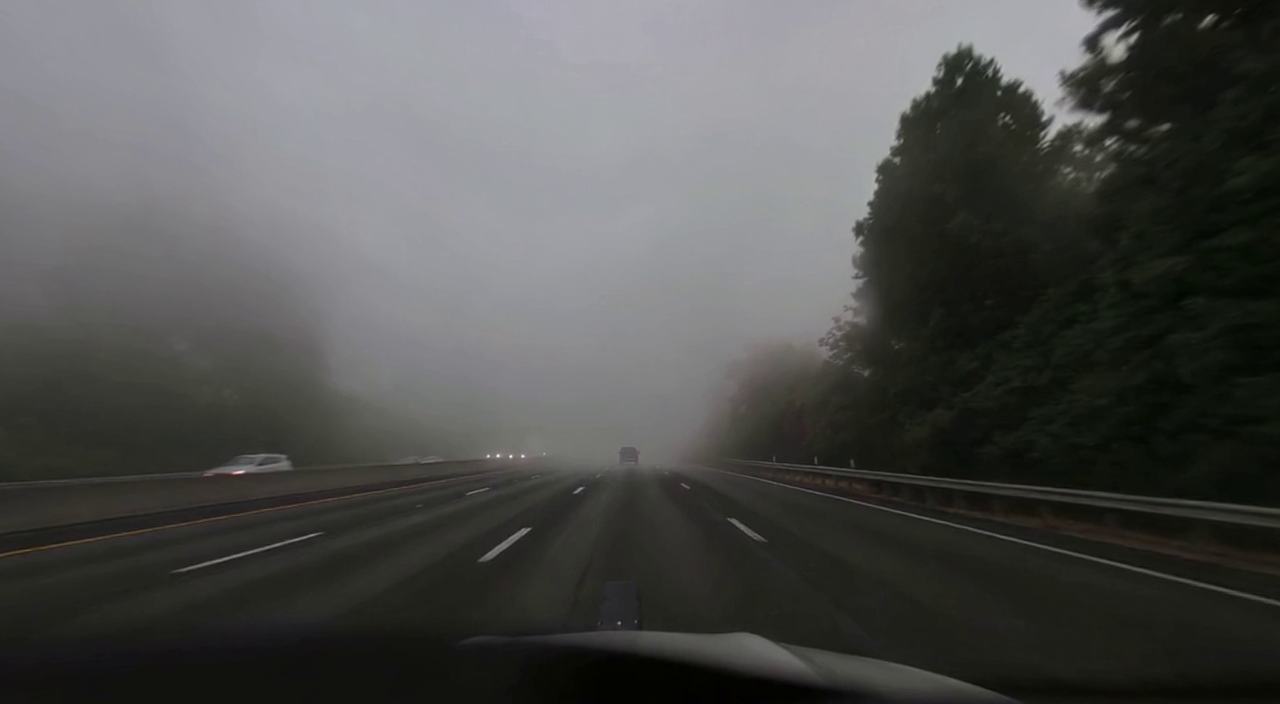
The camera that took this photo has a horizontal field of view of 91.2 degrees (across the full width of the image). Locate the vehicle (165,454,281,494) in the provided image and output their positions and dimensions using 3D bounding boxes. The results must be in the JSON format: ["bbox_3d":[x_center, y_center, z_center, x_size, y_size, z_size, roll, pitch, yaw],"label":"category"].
[{"bbox_3d":[-18.273,5.309,27.759,1.907,1.561,4.611,0,-9,1],"label":"vehicle"}]
